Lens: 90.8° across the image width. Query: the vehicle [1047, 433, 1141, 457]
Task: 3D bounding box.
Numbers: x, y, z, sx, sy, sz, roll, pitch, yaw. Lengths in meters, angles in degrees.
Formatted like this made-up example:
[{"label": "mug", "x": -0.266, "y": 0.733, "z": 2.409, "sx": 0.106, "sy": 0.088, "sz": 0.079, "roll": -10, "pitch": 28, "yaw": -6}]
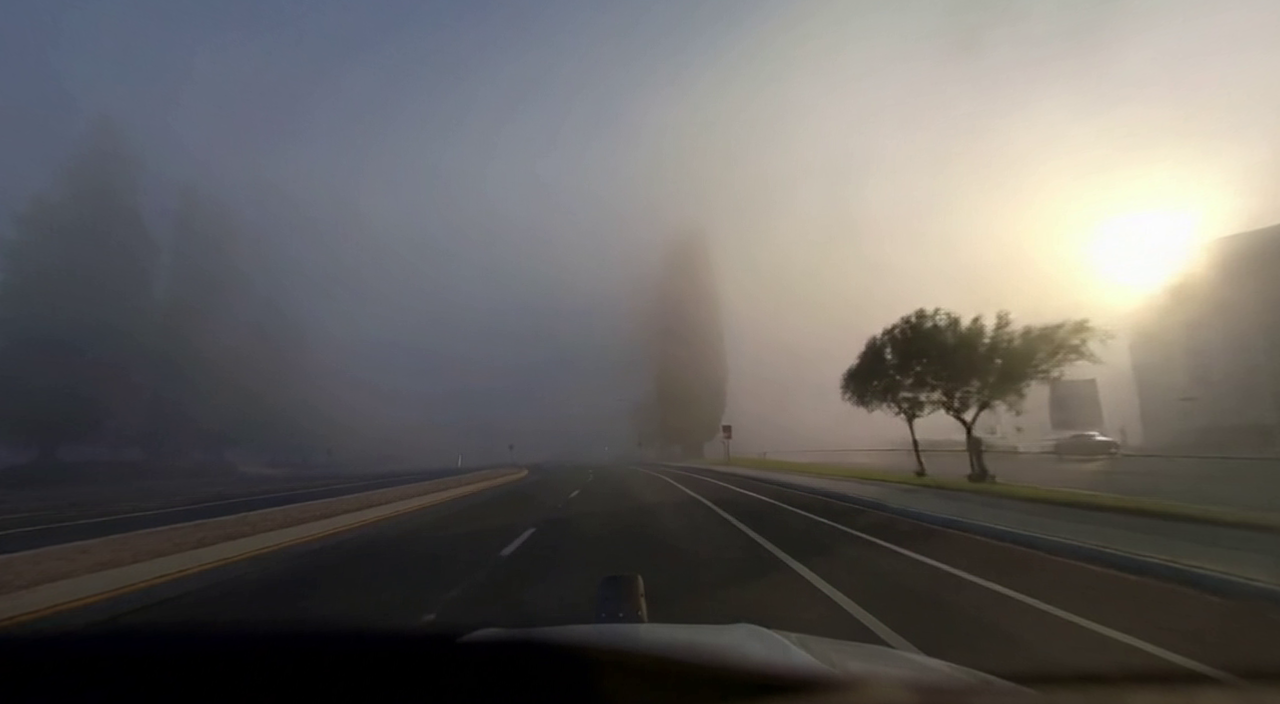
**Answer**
[{"label": "vehicle", "x": 31.029, "y": 6.336, "z": 43.258, "sx": 5.062, "sy": 1.557, "sz": 1.988, "roll": 1, "pitch": -8, "yaw": -6}]
